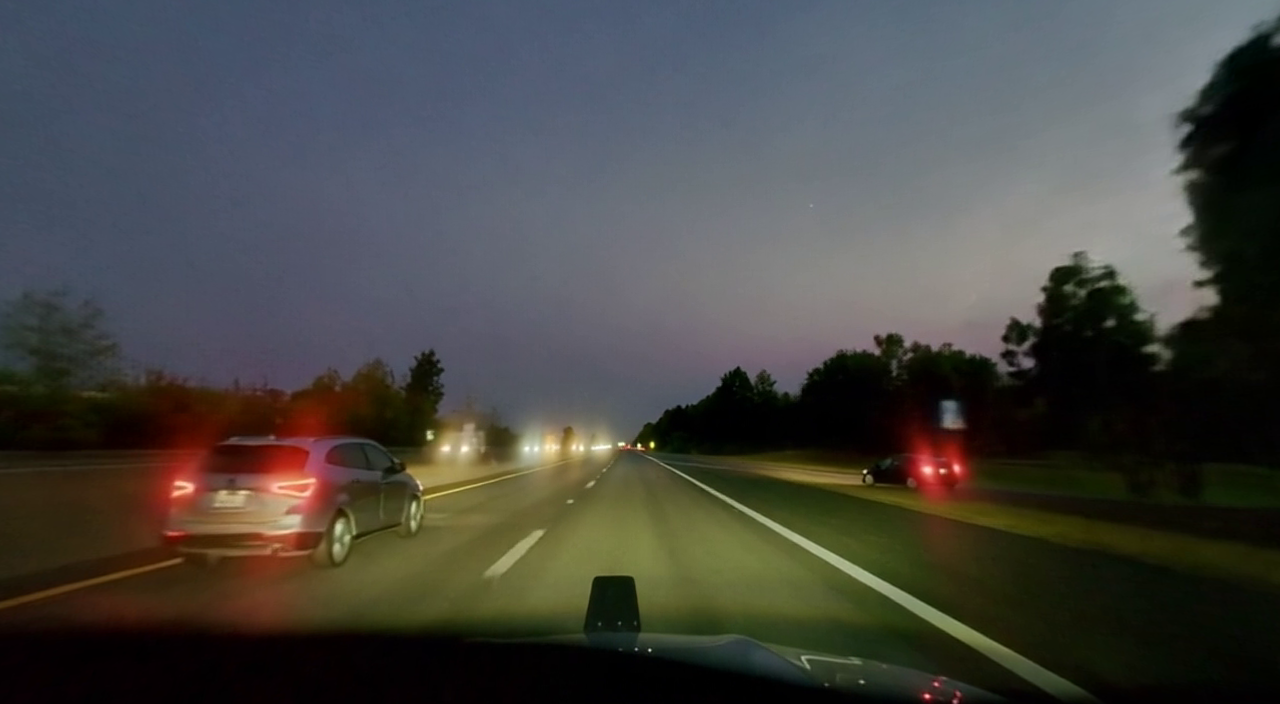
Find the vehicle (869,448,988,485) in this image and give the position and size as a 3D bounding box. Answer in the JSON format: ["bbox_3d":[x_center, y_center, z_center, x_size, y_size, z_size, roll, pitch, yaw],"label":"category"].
[{"bbox_3d":[13.412,5.324,29.599,2.117,1.558,4.736,4,-10,-26],"label":"vehicle"}]

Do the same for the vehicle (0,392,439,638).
[{"bbox_3d":[-3.951,1.493,6.734,2.111,1.717,4.426,0,-9,0],"label":"vehicle"}]
